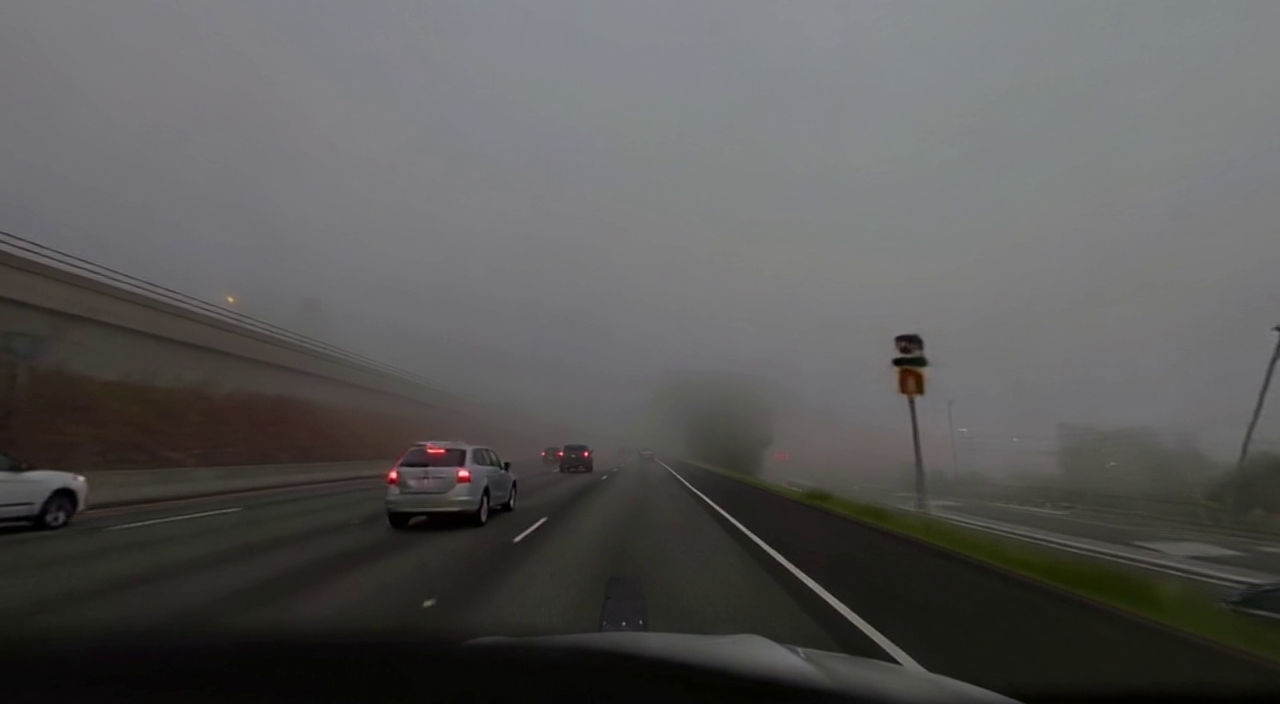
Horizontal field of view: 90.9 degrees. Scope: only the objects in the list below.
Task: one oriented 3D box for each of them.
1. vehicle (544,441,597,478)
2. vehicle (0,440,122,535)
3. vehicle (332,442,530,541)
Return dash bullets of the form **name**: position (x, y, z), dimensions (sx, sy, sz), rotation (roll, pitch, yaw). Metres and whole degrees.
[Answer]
- **vehicle**: position (-3.438, 5.384, 31.958), dimensions (2.052, 1.731, 4.372), rotation (0, -8, 2)
- **vehicle**: position (-11.188, 2.132, 9.833), dimensions (1.978, 1.498, 4.940), rotation (0, -8, 1)
- **vehicle**: position (-3.477, 2.378, 11.518), dimensions (2.056, 1.449, 4.330), rotation (0, -8, 1)
